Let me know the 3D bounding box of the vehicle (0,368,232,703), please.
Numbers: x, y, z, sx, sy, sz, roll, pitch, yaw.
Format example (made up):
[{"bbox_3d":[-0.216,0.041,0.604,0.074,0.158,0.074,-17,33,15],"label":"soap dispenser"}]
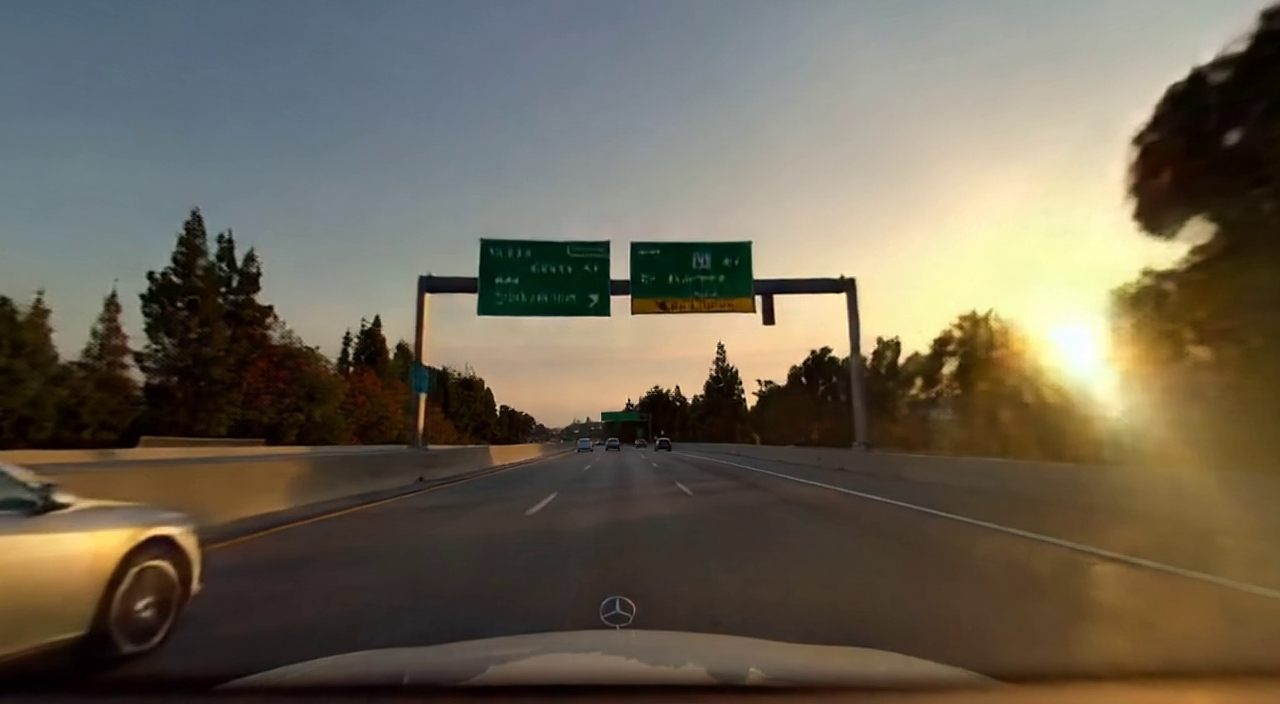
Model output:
[{"bbox_3d":[-3.875,0.827,2.174,2.074,1.652,4.273,-1,-8,-1],"label":"vehicle"}]
